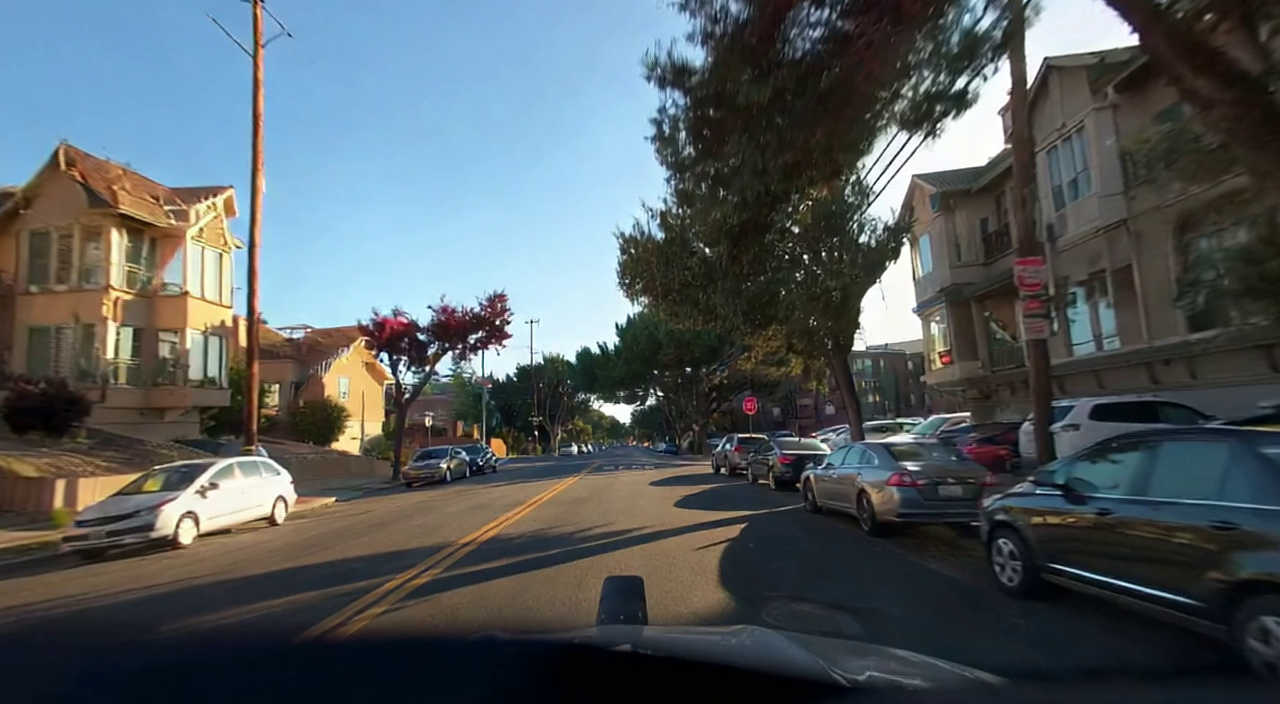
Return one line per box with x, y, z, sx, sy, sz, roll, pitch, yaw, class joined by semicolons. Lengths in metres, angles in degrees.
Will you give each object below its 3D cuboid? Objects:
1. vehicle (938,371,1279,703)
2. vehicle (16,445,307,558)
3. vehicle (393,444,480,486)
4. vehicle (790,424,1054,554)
4.127;1.160;4.502;1.918;1.713;4.275;0;-8;0;vehicle
-7.876;2.432;11.021;1.962;1.568;3.939;0;-8;0;vehicle
-7.918;4.418;25.105;1.904;1.488;4.600;0;-8;0;vehicle
4.034;2.026;10.117;2.133;1.586;4.498;0;-8;0;vehicle
